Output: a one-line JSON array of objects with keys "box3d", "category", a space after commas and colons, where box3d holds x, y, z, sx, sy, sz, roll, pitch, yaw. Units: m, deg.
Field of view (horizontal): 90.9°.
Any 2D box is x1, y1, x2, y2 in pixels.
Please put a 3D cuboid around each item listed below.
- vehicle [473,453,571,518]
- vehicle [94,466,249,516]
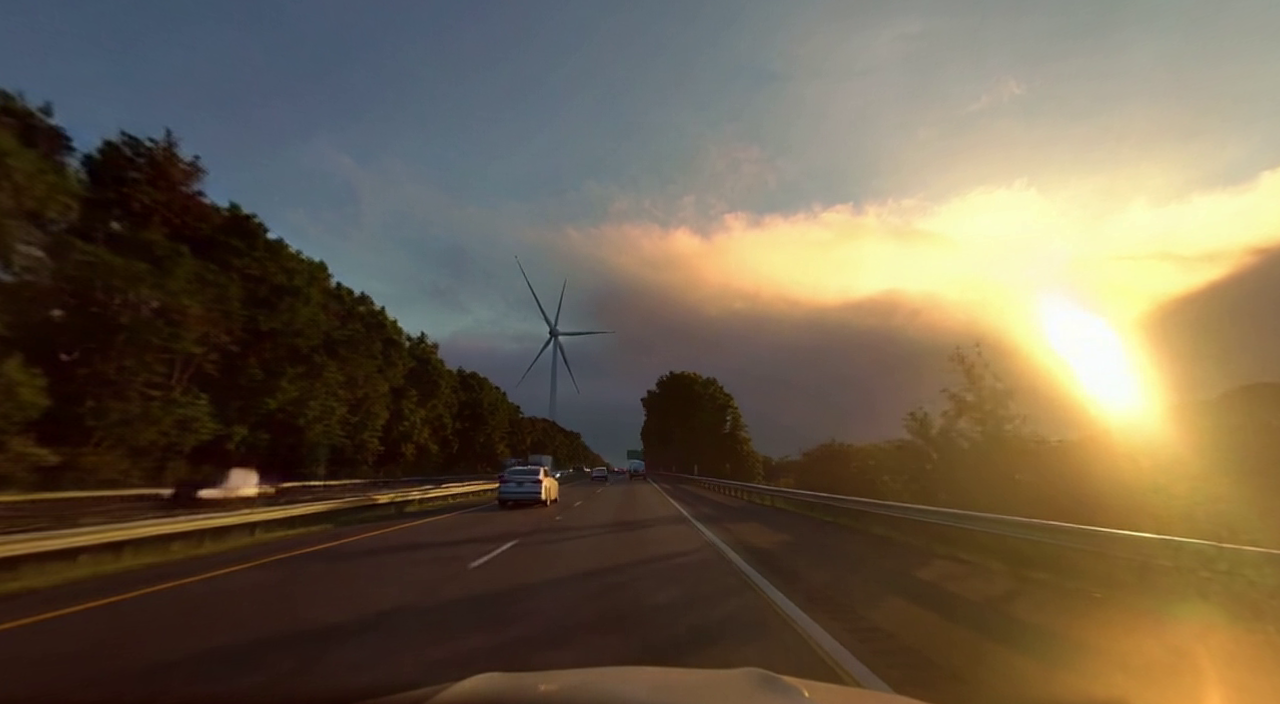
[{"box3d": [-3.472, 4.069, 19.482, 2.124, 1.705, 4.440, 1, -11, 1], "category": "vehicle"}, {"box3d": [-15.665, 4.654, 21.405, 1.909, 1.482, 4.236, 1, -11, 1], "category": "vehicle"}]
